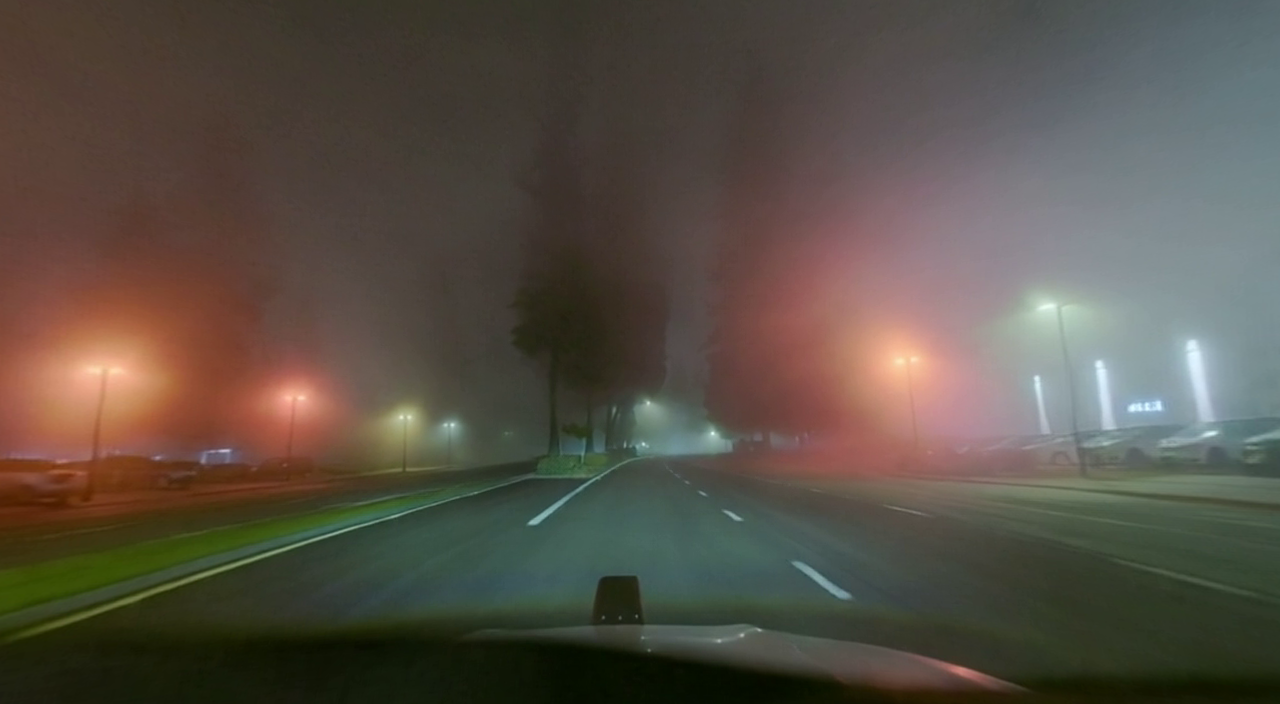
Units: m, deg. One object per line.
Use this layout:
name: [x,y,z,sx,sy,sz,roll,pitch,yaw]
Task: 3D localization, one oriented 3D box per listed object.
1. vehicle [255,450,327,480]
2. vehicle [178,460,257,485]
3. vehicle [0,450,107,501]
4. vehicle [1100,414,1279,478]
vehicle: [-24.950,8.051,45.083,5.468,1.809,2.141,-9,-10,32]
vehicle: [-29.001,8.256,43.591,1.864,1.502,4.731,-1,-9,6]
vehicle: [-25.074,4.950,25.255,5.166,1.832,2.213,0,-9,-15]
vehicle: [20.237,3.443,23.127,5.006,1.943,1.994,-3,-9,0]
